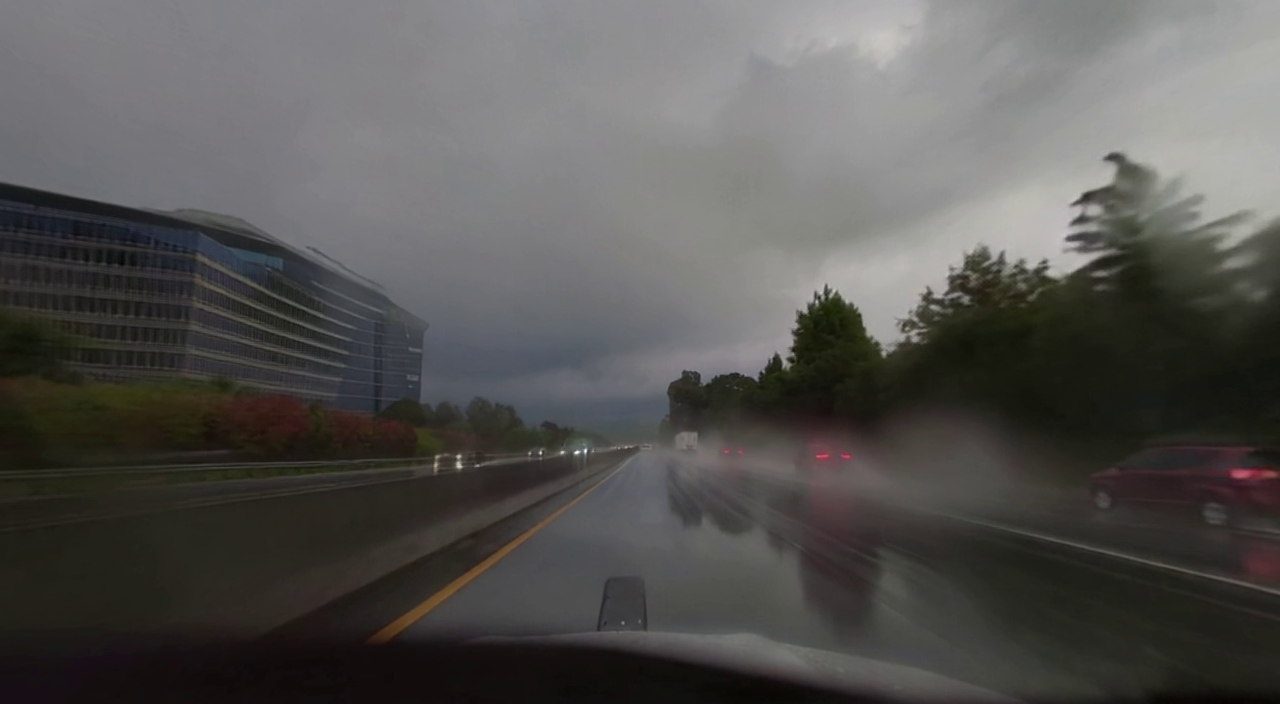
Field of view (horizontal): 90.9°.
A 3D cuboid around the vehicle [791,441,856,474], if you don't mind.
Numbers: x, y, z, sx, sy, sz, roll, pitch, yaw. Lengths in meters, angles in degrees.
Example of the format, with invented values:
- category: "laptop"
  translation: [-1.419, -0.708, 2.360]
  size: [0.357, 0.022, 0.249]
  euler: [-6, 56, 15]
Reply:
- category: "vehicle"
  translation: [10.278, 5.954, 35.706]
  size: [2.129, 1.735, 4.880]
  euler: [0, -9, -1]

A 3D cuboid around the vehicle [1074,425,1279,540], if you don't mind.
- category: "vehicle"
  translation: [10.338, 2.154, 10.864]
  size: [2.127, 1.646, 4.926]
  euler: [0, -9, -1]
